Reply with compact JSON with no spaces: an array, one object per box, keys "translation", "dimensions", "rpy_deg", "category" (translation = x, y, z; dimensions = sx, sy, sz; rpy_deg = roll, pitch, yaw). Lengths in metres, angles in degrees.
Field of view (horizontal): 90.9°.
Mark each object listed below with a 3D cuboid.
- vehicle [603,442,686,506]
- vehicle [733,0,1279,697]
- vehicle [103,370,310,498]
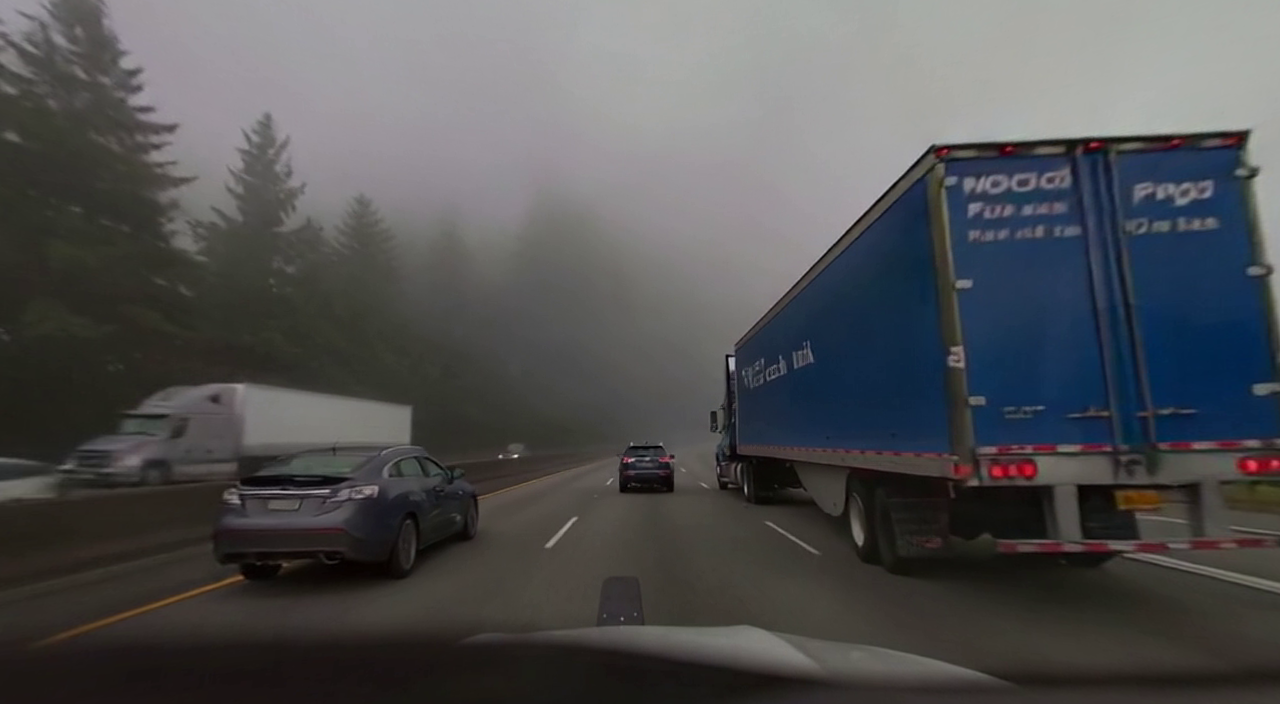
[{"translation":[0.117,3.375,17.867],"dimensions":[2.039,1.532,4.610],"rpy_deg":[0,-9,0],"category":"vehicle"},{"translation":[3.991,0.839,10.314],"dimensions":[2.960,4.018,13.834],"rpy_deg":[0,-9,0],"category":"vehicle"},{"translation":[-15.212,3.029,22.868],"dimensions":[3.014,4.010,5.862],"rpy_deg":[0,-9,1],"category":"vehicle"}]
